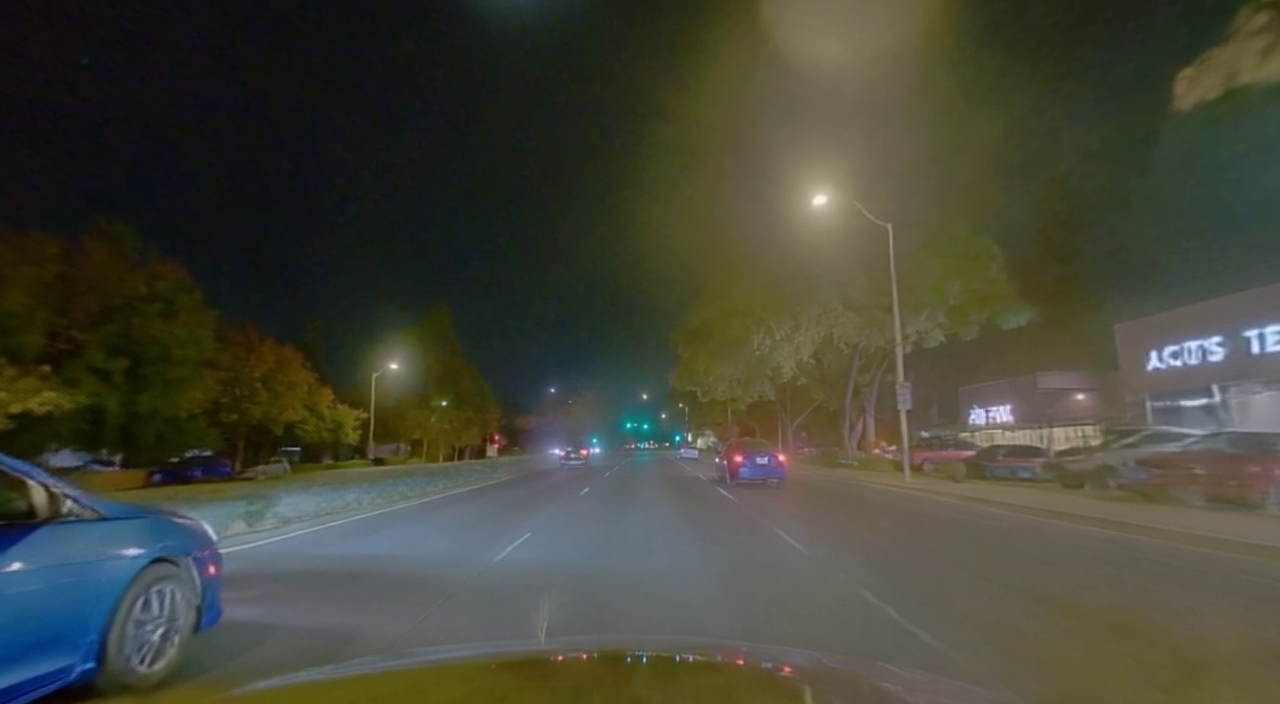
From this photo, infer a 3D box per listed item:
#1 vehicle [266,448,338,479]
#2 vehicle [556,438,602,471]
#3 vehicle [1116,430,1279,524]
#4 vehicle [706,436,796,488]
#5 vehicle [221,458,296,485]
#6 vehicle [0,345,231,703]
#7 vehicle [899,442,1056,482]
[{"bbox_3d":[-22.033,7.266,41.299,2.203,1.857,4.581,0,-8,-1],"label":"vehicle"},{"bbox_3d":[-3.210,5.505,34.109,2.113,1.626,4.129,0,-8,-1],"label":"vehicle"},{"bbox_3d":[12.831,2.437,12.794,4.647,1.662,2.134,-1,-7,-3],"label":"vehicle"},{"bbox_3d":[3.459,3.527,20.494,2.083,1.474,4.360,0,-8,0],"label":"vehicle"},{"bbox_3d":[-21.806,6.811,36.179,1.838,1.351,3.904,-1,-8,0],"label":"vehicle"},{"bbox_3d":[-3.605,0.699,1.518,2.023,1.720,4.741,-1,-8,0],"label":"vehicle"},{"bbox_3d":[12.621,4.125,23.798,4.757,1.327,2.062,0,-7,-1],"label":"vehicle"}]
